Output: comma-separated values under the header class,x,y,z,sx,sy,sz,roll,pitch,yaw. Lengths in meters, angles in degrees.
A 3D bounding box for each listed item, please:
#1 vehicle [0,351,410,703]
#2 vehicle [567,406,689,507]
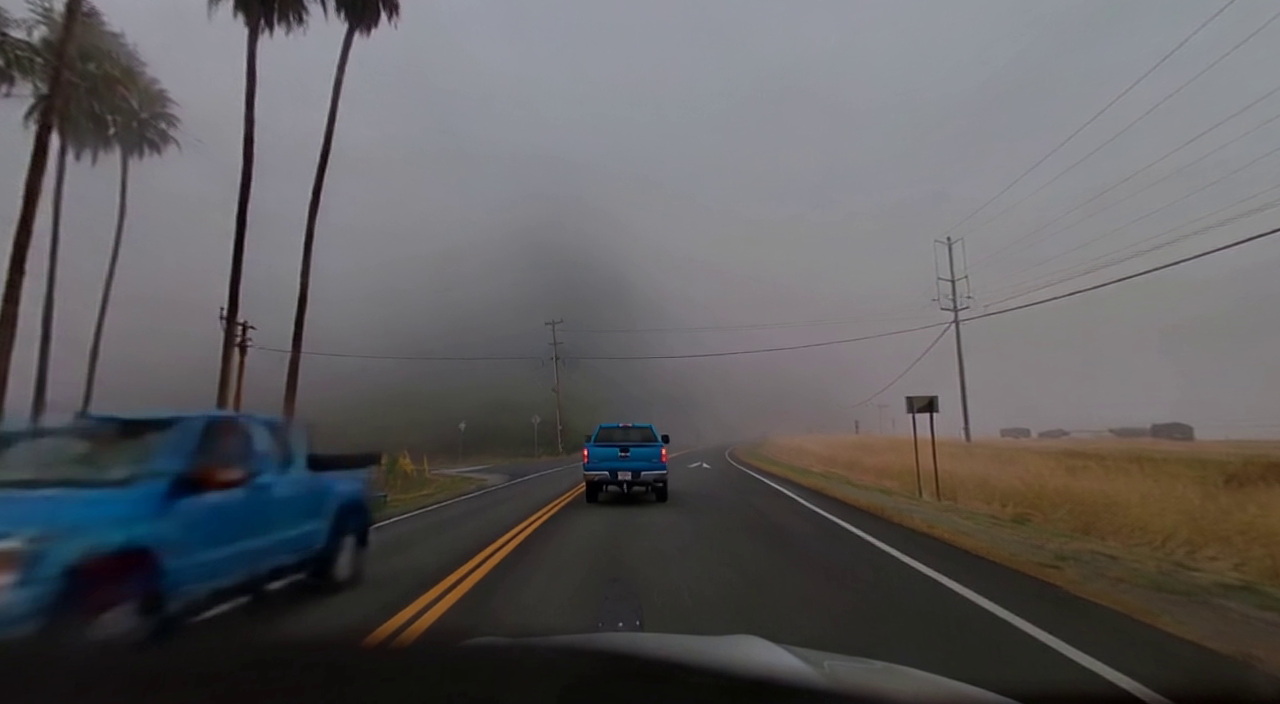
class,x,y,z,sx,sy,sz,roll,pitch,yaw
vehicle,-4.159,1.332,5.709,2.276,1.965,5.009,0,-8,0
vehicle,-0.306,2.745,17.015,2.693,2.223,5.885,0,-8,-1
